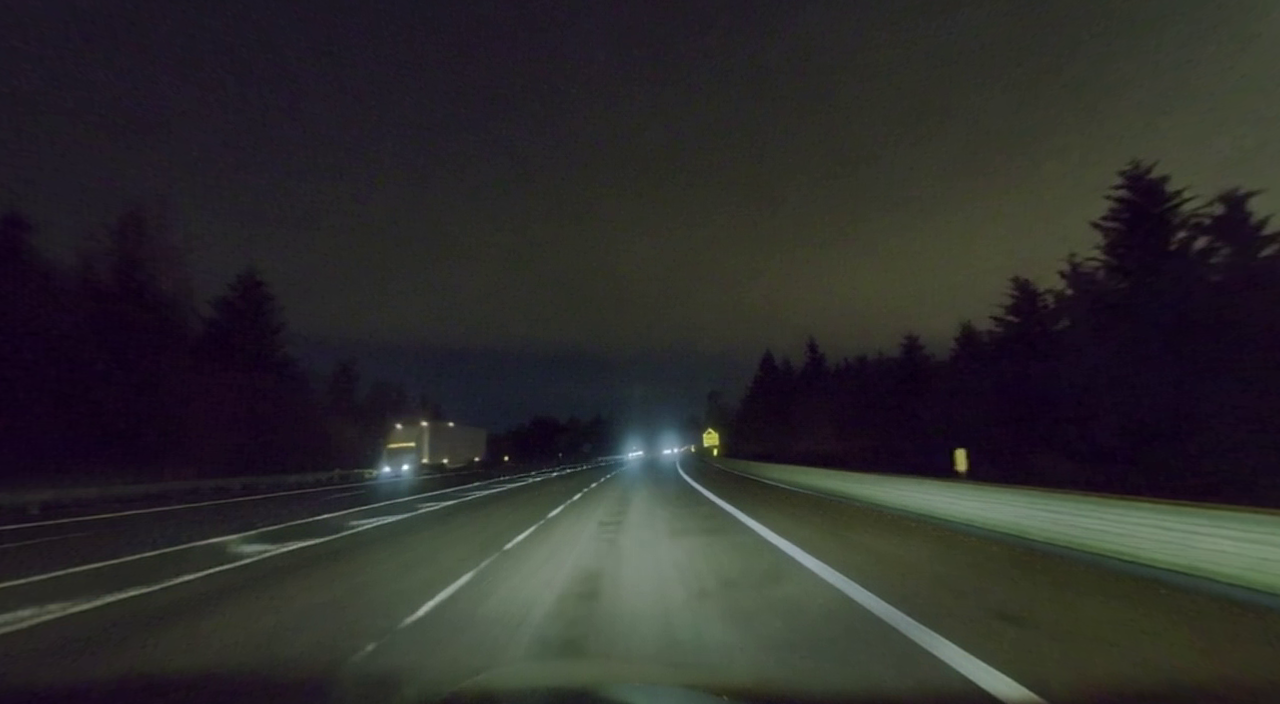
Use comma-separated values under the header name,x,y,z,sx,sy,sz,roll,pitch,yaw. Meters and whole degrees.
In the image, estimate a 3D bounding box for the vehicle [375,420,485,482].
name,x,y,z,sx,sy,sz,roll,pitch,yaw
vehicle,-15.506,7.555,48.033,2.910,4.014,14.092,-1,-9,3
